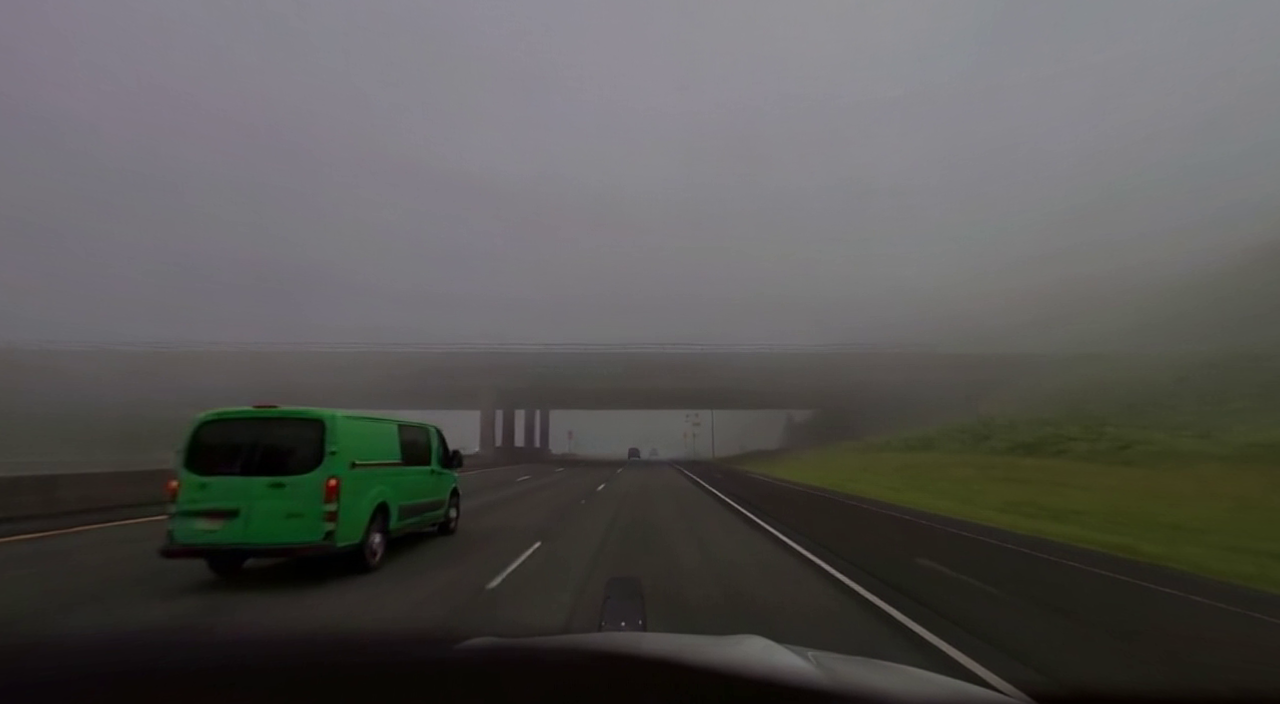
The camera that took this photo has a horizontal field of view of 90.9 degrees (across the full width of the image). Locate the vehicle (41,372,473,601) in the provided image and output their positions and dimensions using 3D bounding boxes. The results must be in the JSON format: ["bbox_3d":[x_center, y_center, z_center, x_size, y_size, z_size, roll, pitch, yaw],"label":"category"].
[{"bbox_3d":[-3.921,1.531,7.919,2.167,1.929,5.037,0,-9,1],"label":"vehicle"}]
